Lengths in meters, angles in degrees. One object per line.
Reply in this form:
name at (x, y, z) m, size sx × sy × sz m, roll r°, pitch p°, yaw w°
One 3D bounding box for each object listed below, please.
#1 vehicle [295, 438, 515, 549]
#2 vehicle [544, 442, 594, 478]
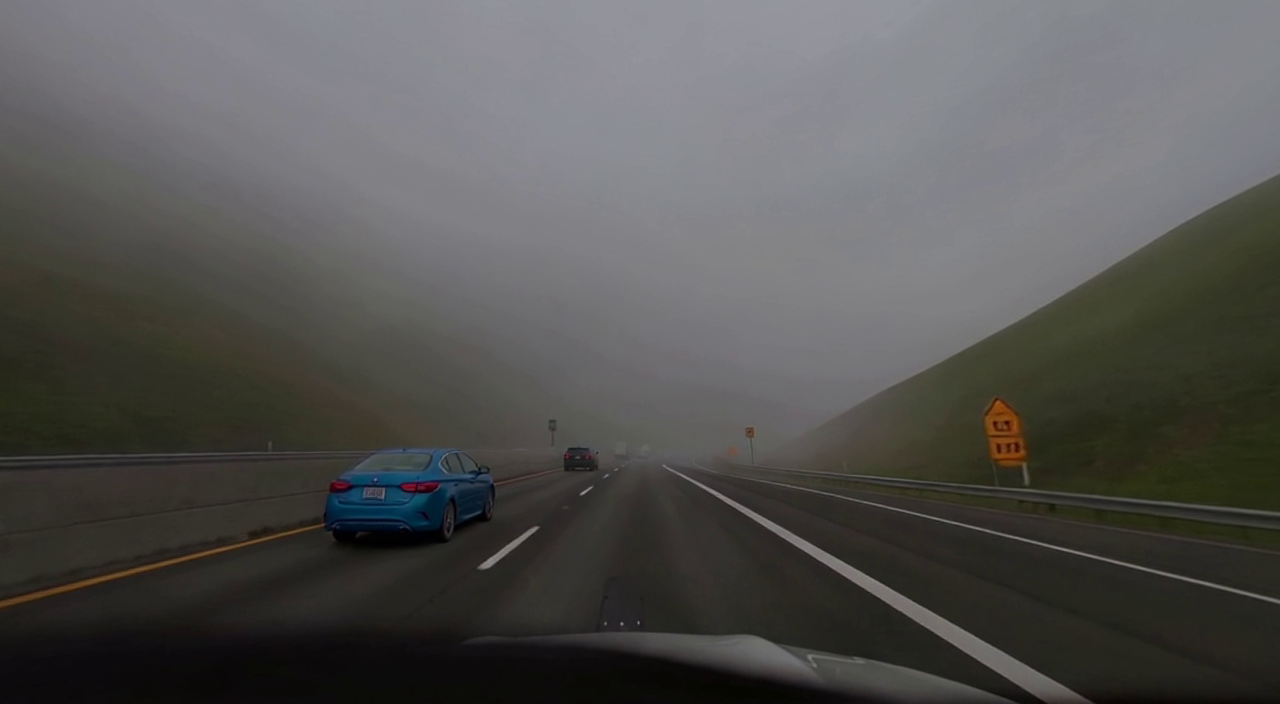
vehicle at (-3.572, 2.233, 10.691) m, size 1.988 × 1.440 × 4.504 m, roll 0°, pitch -9°, yaw 0°
vehicle at (-3.638, 5.608, 32.966) m, size 2.073 × 1.694 × 4.162 m, roll 0°, pitch -9°, yaw 1°
